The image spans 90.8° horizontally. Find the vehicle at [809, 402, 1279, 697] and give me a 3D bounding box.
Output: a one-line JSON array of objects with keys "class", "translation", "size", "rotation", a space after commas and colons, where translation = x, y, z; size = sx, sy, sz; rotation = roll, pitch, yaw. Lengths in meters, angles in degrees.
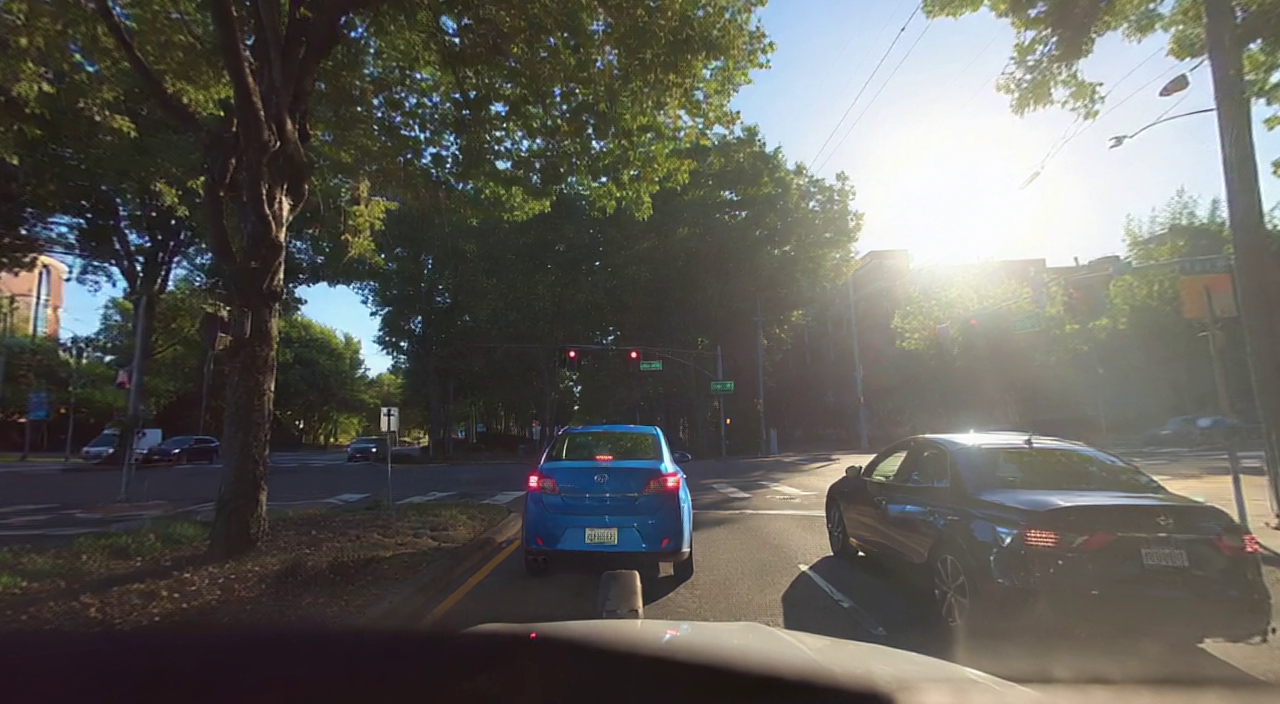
[{"class": "vehicle", "translation": [3.168, 1.401, 5.763], "size": [1.932, 1.562, 4.629], "rotation": [0, -9, -1]}]

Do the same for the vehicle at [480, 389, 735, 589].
[{"class": "vehicle", "translation": [-0.343, 1.525, 7.787], "size": [2.247, 1.760, 4.231], "rotation": [0, -9, -2]}]
